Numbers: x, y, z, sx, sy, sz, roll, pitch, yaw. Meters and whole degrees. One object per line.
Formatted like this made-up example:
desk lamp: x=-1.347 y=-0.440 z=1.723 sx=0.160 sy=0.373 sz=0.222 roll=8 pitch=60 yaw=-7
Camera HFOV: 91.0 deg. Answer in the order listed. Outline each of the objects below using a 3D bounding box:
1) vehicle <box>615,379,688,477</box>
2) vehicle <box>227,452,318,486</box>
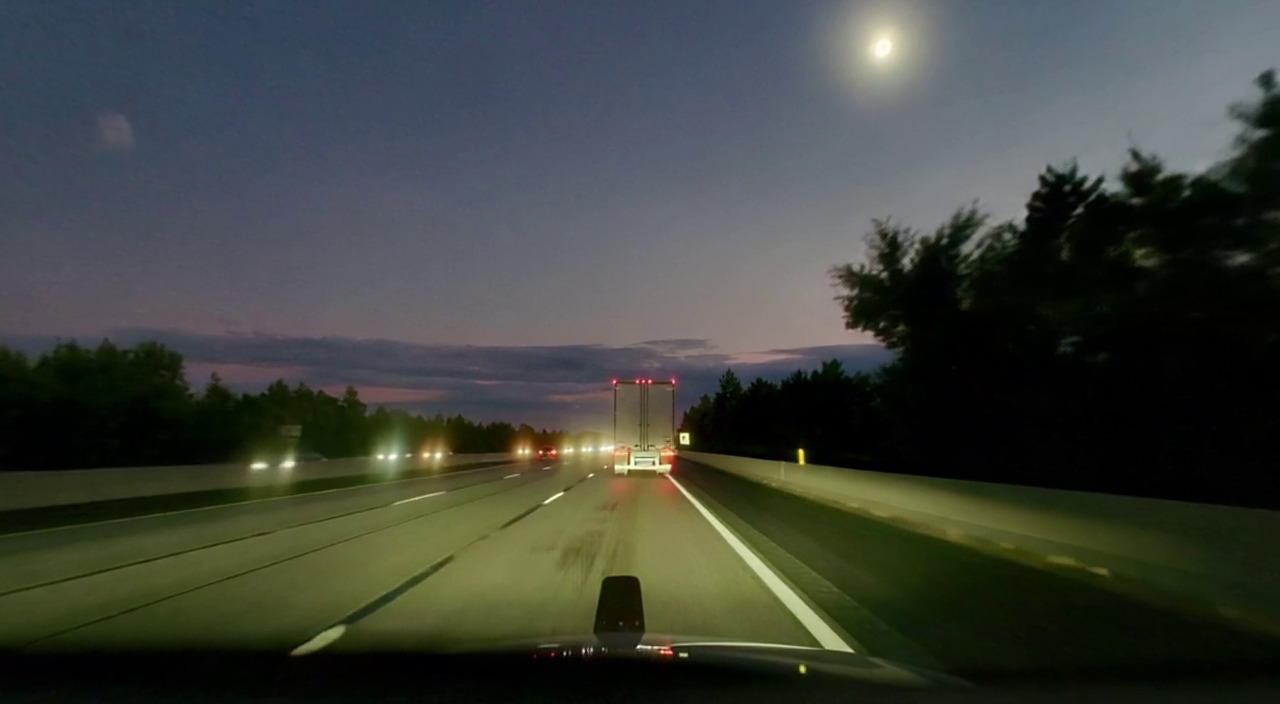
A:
vehicle: x=0.380 y=4.032 z=32.264 sx=3.052 sy=4.132 sz=11.336 roll=0 pitch=-9 yaw=-1
vehicle: x=-18.061 y=5.726 z=31.174 sx=1.805 sy=1.520 sz=4.389 roll=0 pitch=-9 yaw=1
